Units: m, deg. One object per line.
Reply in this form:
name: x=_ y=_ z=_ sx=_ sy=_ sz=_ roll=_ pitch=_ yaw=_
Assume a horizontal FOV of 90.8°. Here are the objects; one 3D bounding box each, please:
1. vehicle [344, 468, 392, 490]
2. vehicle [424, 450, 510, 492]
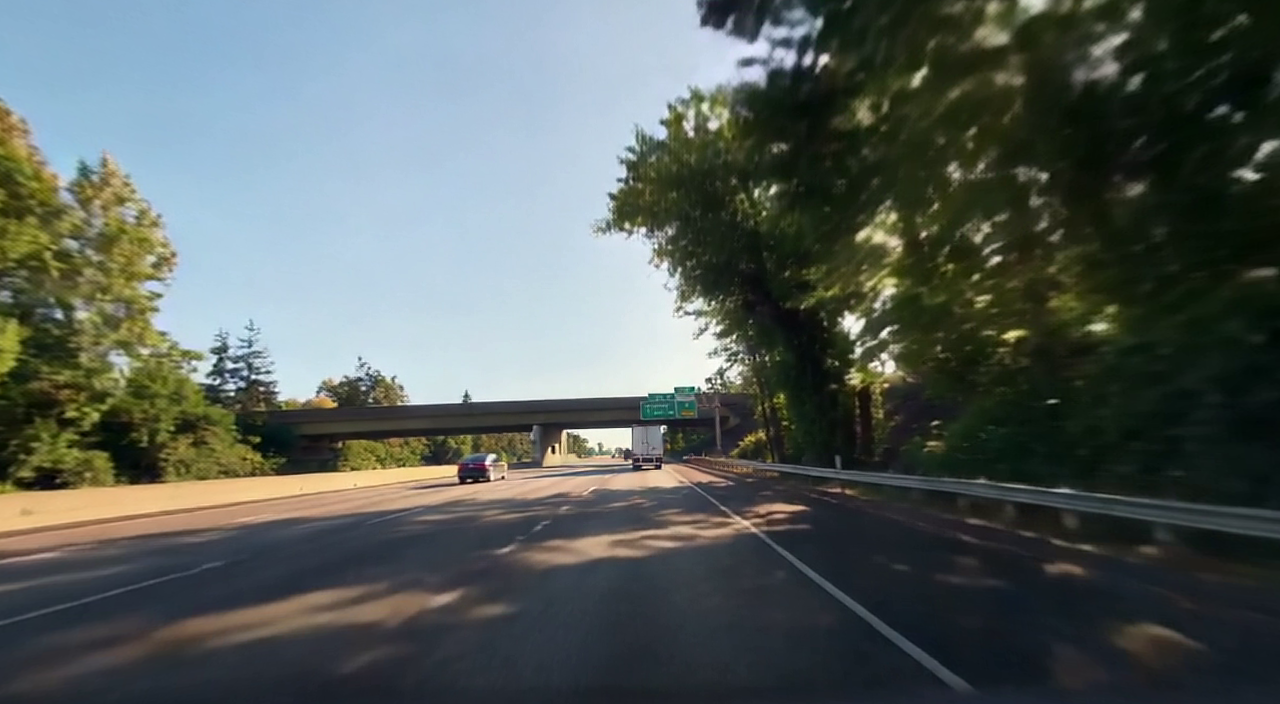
vehicle: x=-19.533 y=9.099 z=45.473 sx=1.642 sy=1.362 sz=4.039 roll=0 pitch=-9 yaw=1
vehicle: x=-6.753 y=4.674 z=25.188 sx=1.953 sy=1.452 sz=4.711 roll=-1 pitch=-9 yaw=2
